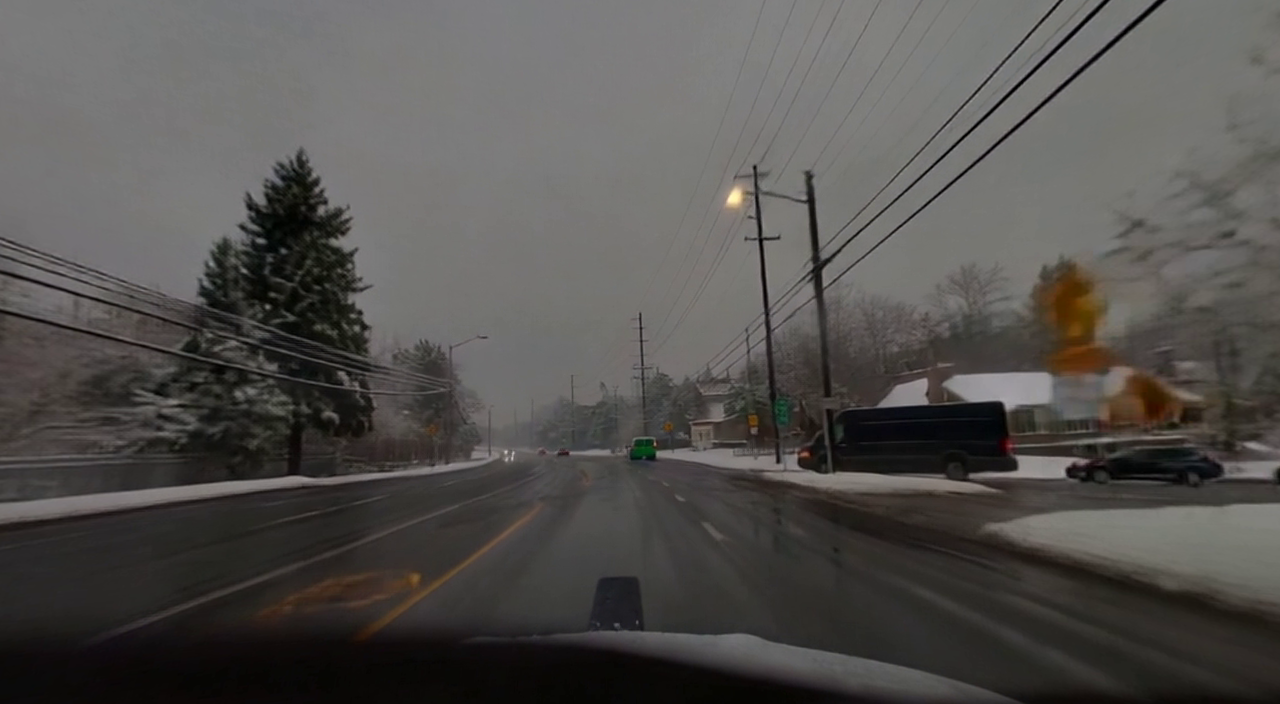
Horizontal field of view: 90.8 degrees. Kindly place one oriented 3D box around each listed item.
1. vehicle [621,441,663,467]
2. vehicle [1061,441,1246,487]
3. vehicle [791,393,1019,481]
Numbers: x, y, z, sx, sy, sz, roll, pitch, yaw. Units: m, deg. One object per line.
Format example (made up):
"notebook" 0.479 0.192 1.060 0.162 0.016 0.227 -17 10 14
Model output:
"vehicle" 0.068 6.294 39.131 2.015 1.467 4.117 1 -9 -8
"vehicle" 17.274 3.777 21.540 4.396 1.447 1.838 -3 -9 17
"vehicle" 10.391 3.438 25.206 7.877 3.013 2.916 -5 -10 30
